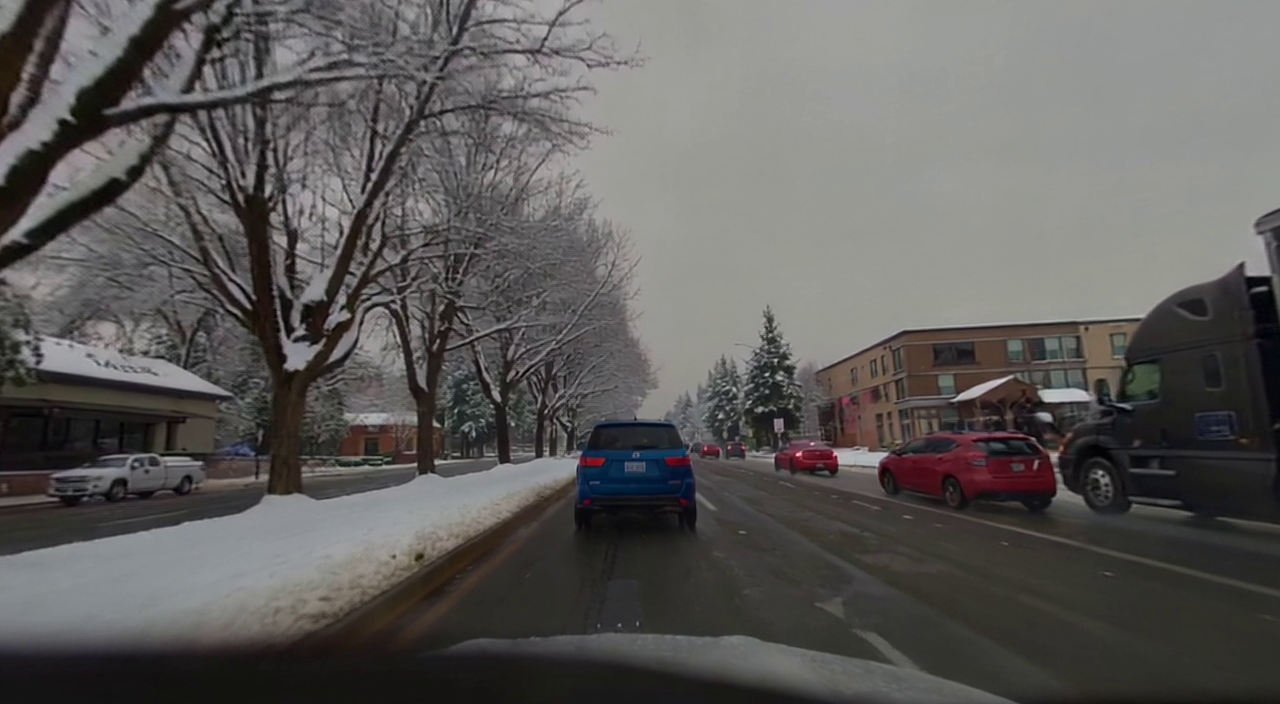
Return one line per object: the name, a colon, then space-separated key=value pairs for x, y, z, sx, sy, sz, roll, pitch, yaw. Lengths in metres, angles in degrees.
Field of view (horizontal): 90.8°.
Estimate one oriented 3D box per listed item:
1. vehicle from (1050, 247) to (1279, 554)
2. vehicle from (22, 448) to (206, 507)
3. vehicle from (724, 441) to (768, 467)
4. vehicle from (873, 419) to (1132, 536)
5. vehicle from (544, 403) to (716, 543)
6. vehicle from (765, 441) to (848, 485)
vehicle: x=9.988 y=0.678 z=8.637 sx=3.030 sy=4.019 sz=8.420 roll=0 pitch=-9 yaw=0
vehicle: x=-19.292 y=4.574 z=23.644 sx=2.302 sy=1.939 sz=5.221 roll=0 pitch=-9 yaw=1
vehicle: x=6.534 y=6.349 z=39.380 sx=1.914 sy=1.523 sz=4.287 roll=0 pitch=-9 yaw=-1
vehicle: x=6.181 y=2.185 z=11.597 sx=2.056 sy=1.703 sz=4.428 roll=0 pitch=-9 yaw=-1
vehicle: x=-0.161 y=1.958 z=10.744 sx=2.320 sy=1.880 sz=4.192 roll=0 pitch=-9 yaw=-1
vehicle: x=6.413 y=4.305 z=24.888 sx=2.035 sy=1.553 sz=4.465 roll=0 pitch=-9 yaw=0
